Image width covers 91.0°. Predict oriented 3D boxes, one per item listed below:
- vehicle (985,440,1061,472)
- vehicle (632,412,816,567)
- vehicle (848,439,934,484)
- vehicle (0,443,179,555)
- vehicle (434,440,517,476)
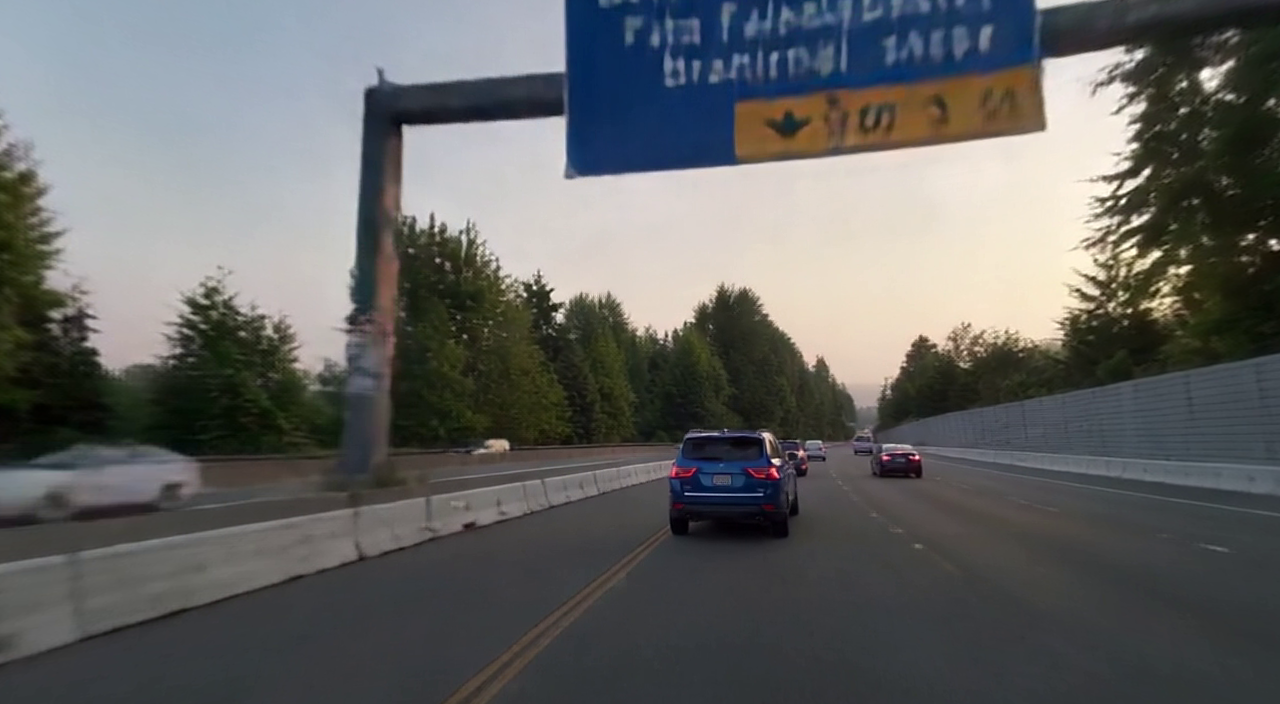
[{"bbox_3d":[19.149,5.183,31.699,1.990,1.478,4.475,-2,-9,14],"label":"vehicle"},{"bbox_3d":[1.392,1.785,8.973,2.021,1.635,4.085,-2,-9,14],"label":"vehicle"},{"bbox_3d":[8.944,3.914,22.840,1.962,1.442,4.536,-2,-8,10],"label":"vehicle"},{"bbox_3d":[-9.955,2.191,9.613,1.917,1.566,4.370,-2,-9,14],"label":"vehicle"},{"bbox_3d":[-8.471,5.492,32.994,1.989,1.703,4.959,-2,-9,14],"label":"vehicle"}]
